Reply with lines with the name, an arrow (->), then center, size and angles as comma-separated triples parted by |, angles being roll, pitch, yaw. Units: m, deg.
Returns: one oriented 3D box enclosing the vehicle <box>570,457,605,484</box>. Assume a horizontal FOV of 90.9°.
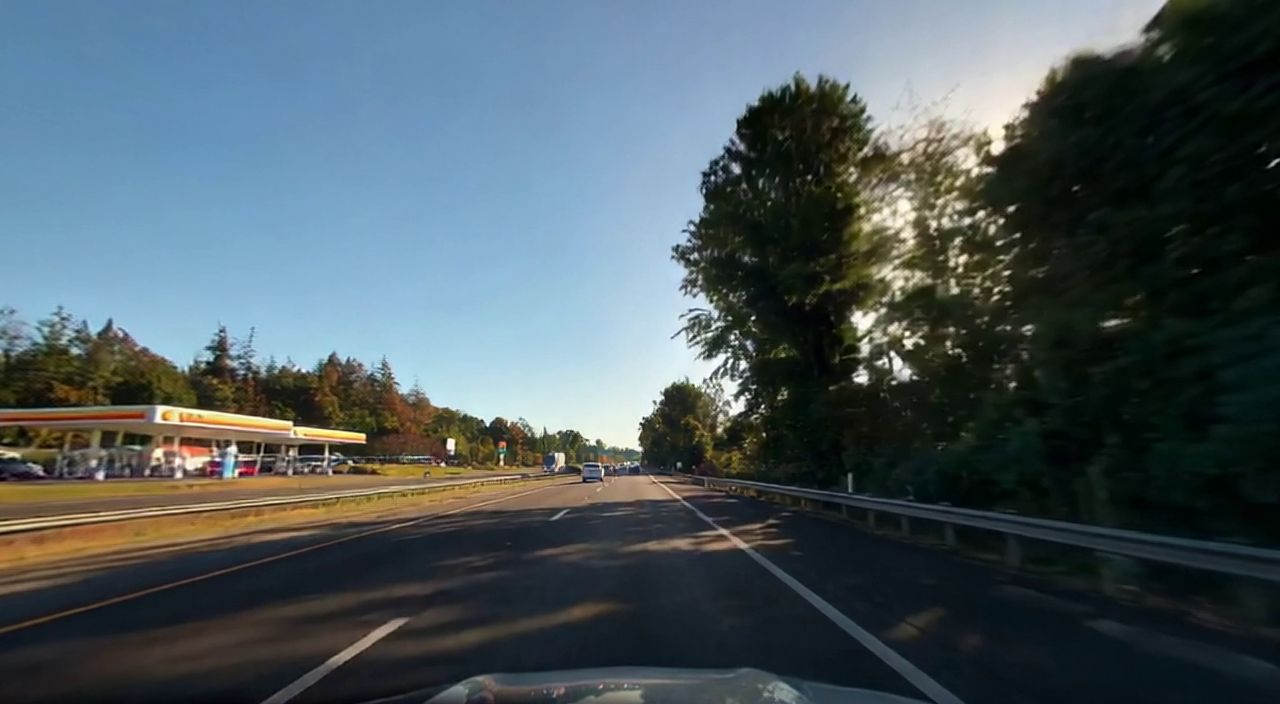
vehicle -> -3.964, 9.052, 48.071 | 2.166, 1.871, 4.536 | 1, -10, 1
